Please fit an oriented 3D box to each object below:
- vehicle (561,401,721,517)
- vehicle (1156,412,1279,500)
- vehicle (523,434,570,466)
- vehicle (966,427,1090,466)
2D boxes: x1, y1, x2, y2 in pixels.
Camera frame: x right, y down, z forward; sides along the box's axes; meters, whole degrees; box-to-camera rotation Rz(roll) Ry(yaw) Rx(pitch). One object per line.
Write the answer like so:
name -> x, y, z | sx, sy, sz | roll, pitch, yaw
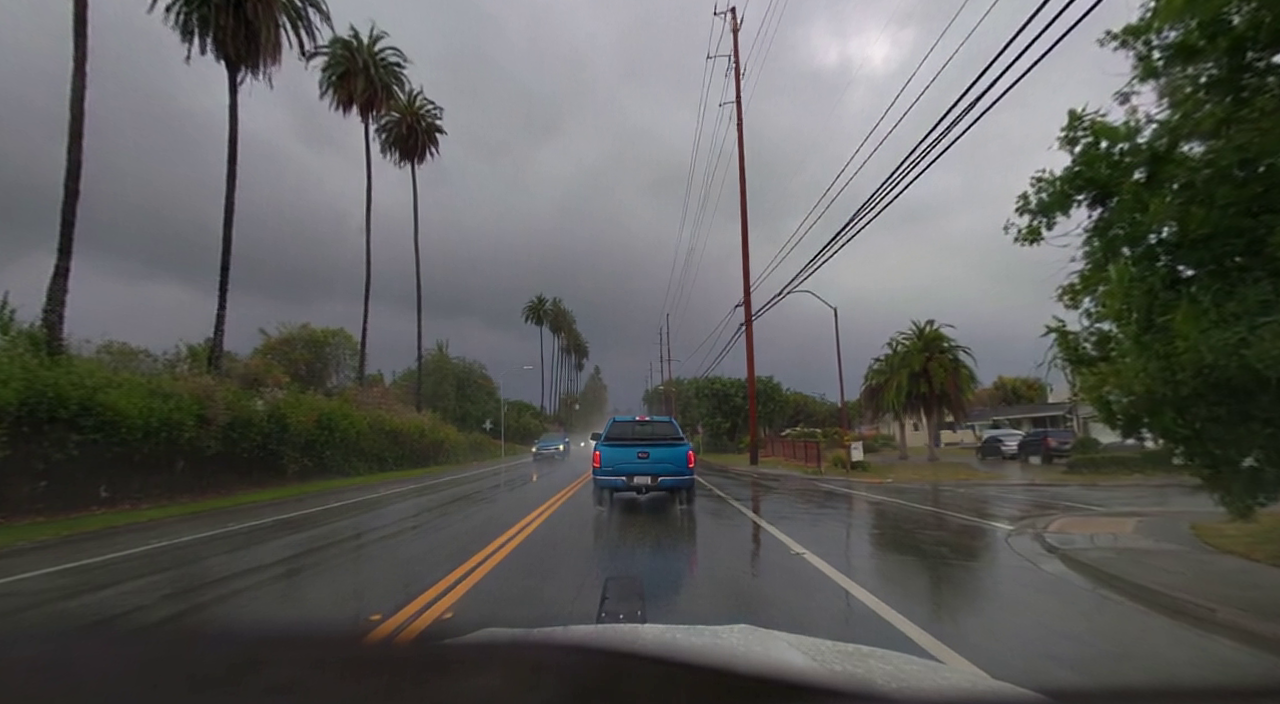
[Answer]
vehicle -> 0.019, 2.352, 14.331 | 2.848, 2.047, 5.885 | 0, -8, 0
vehicle -> 16.090, 2.630, 16.293 | 2.338, 1.917, 6.076 | -3, -9, 20
vehicle -> -5.601, 5.955, 38.459 | 2.223, 1.776, 4.614 | 0, -8, -1
vehicle -> 20.345, 5.040, 33.625 | 2.277, 1.836, 6.267 | 0, -9, -4
